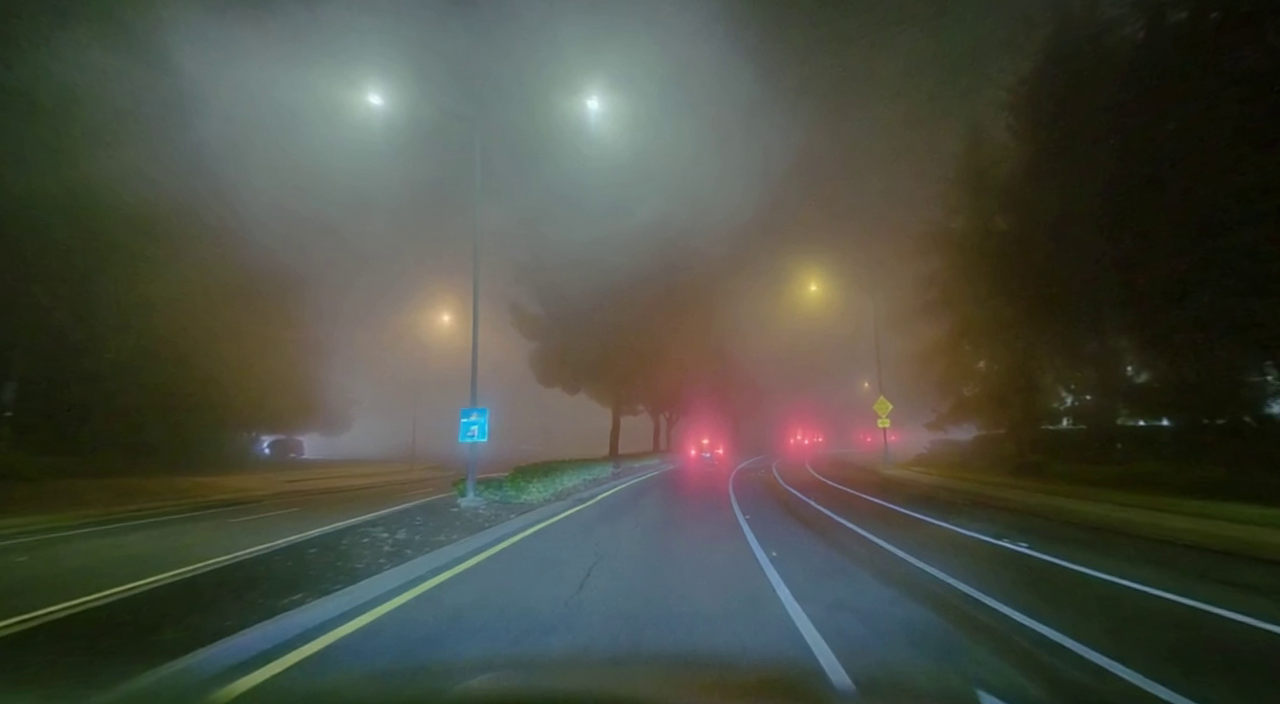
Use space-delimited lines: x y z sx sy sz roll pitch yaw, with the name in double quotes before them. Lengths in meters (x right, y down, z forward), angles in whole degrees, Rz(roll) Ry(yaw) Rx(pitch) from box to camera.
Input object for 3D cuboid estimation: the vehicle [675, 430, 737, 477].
"vehicle" 3.151 4.616 28.873 2.371 1.926 5.615 -1 -9 10
